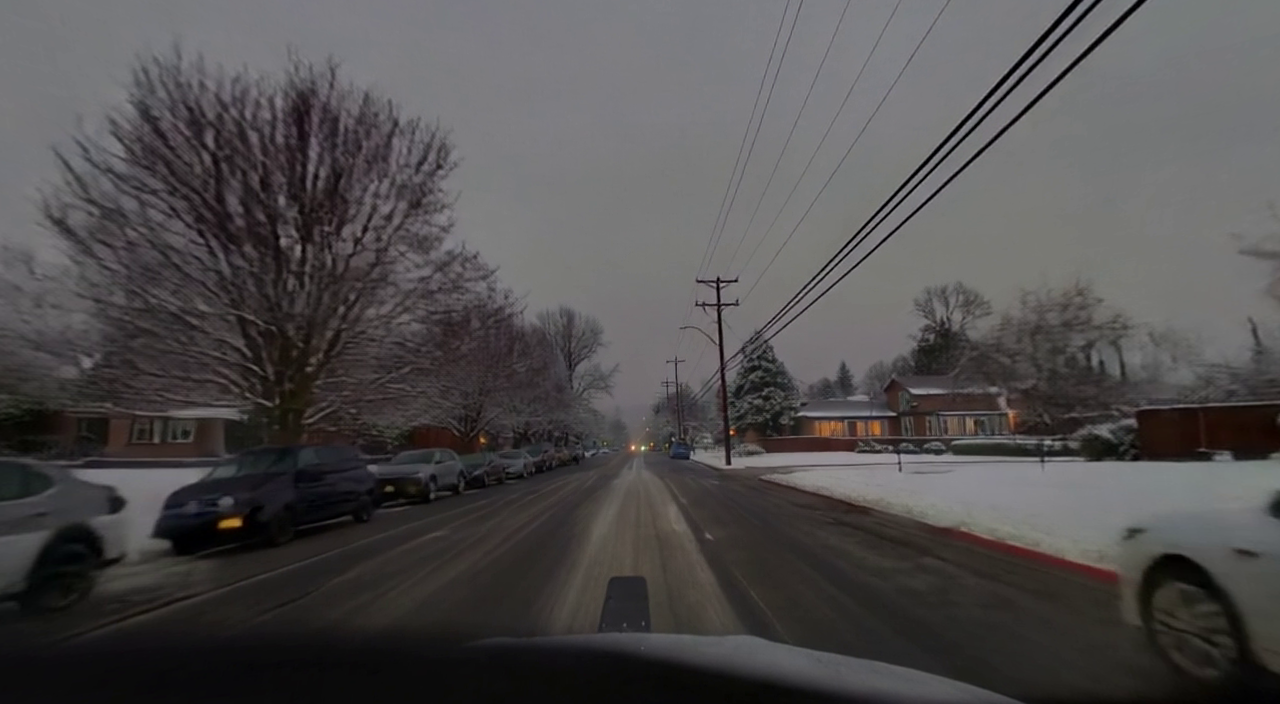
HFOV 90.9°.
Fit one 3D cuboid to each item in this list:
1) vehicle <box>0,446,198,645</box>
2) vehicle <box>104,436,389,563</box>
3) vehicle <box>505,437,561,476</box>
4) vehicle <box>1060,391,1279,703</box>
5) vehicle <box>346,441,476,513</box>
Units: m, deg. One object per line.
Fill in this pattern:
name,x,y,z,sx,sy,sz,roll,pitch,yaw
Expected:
vehicle,-6.111,1.489,4.662,2.231,1.492,4.727,1,-8,0
vehicle,-6.186,2.297,10.743,1.932,1.673,4.457,0,-8,1
vehicle,-6.055,5.972,36.310,2.222,2.022,5.547,0,-8,0
vehicle,3.870,0.815,1.671,2.006,1.607,5.068,0,-9,0
vehicle,-6.124,3.335,17.494,1.848,1.698,4.482,0,-8,1
